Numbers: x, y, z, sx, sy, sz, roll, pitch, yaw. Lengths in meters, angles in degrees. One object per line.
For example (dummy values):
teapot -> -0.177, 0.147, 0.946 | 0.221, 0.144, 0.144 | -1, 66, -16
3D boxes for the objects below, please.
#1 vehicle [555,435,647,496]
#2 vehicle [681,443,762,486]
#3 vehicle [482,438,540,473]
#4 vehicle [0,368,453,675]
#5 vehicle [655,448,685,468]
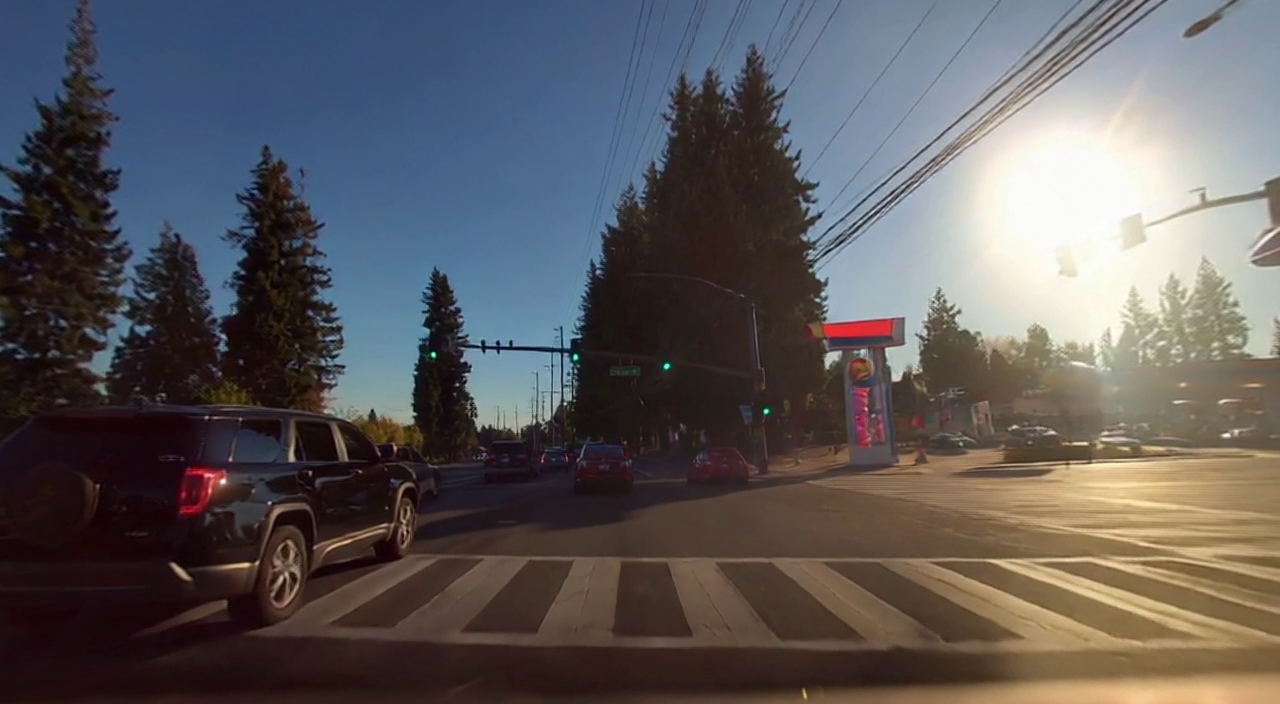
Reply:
vehicle -> -0.987, 3.026, 17.246 | 2.189, 1.437, 4.135 | 0, -8, -2
vehicle -> 2.658, 3.785, 21.605 | 2.065, 1.302, 4.416 | 0, -8, -2
vehicle -> -7.511, 6.086, 37.347 | 2.385, 1.918, 5.056 | 0, -8, 0
vehicle -> -3.324, 1.239, 5.738 | 1.922, 1.642, 4.547 | 0, -8, -1
vehicle -> 2.310, 8.334, 49.868 | 2.069, 1.464, 4.599 | 0, -8, -1
